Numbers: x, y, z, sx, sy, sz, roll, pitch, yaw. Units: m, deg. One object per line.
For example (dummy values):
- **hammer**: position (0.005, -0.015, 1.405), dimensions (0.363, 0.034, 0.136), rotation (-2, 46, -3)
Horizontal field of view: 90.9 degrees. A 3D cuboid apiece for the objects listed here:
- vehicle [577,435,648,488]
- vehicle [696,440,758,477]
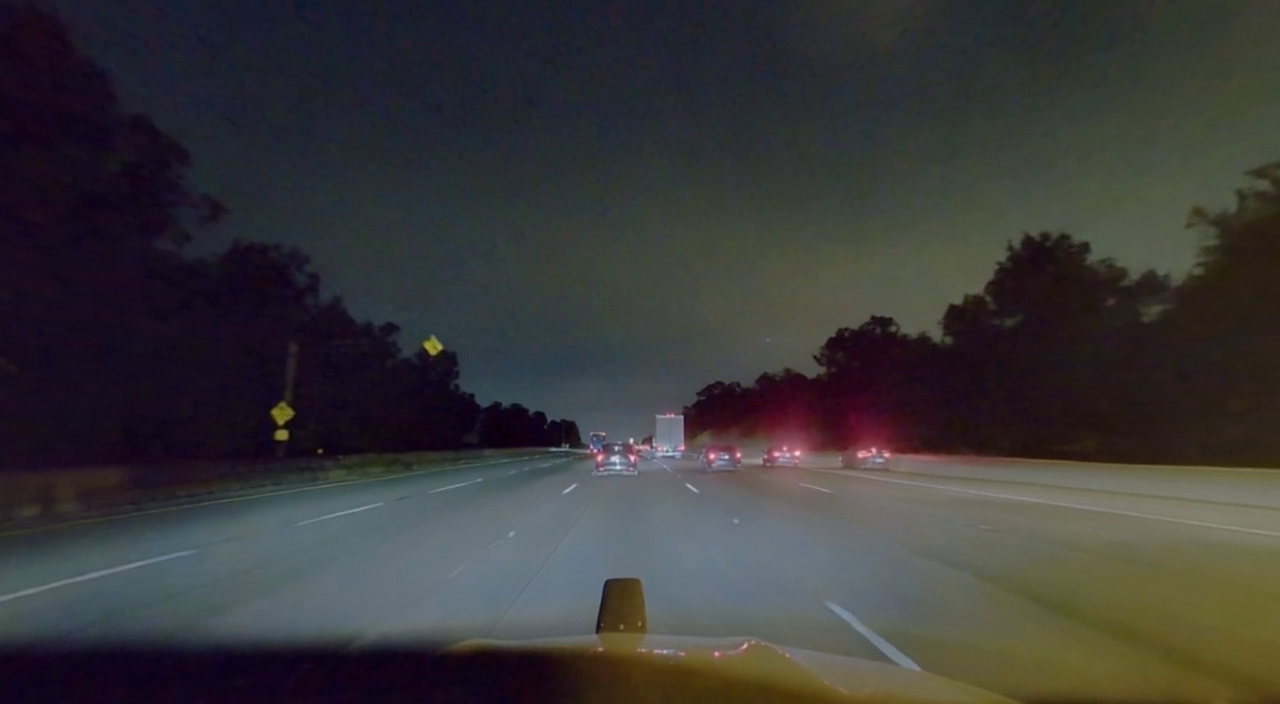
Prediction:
- **vehicle**: position (-0.778, 3.470, 20.245), dimensions (2.020, 1.516, 3.951), rotation (0, -8, 1)
- **vehicle**: position (3.639, 4.525, 27.090), dimensions (1.971, 1.472, 4.301), rotation (0, -8, -1)
